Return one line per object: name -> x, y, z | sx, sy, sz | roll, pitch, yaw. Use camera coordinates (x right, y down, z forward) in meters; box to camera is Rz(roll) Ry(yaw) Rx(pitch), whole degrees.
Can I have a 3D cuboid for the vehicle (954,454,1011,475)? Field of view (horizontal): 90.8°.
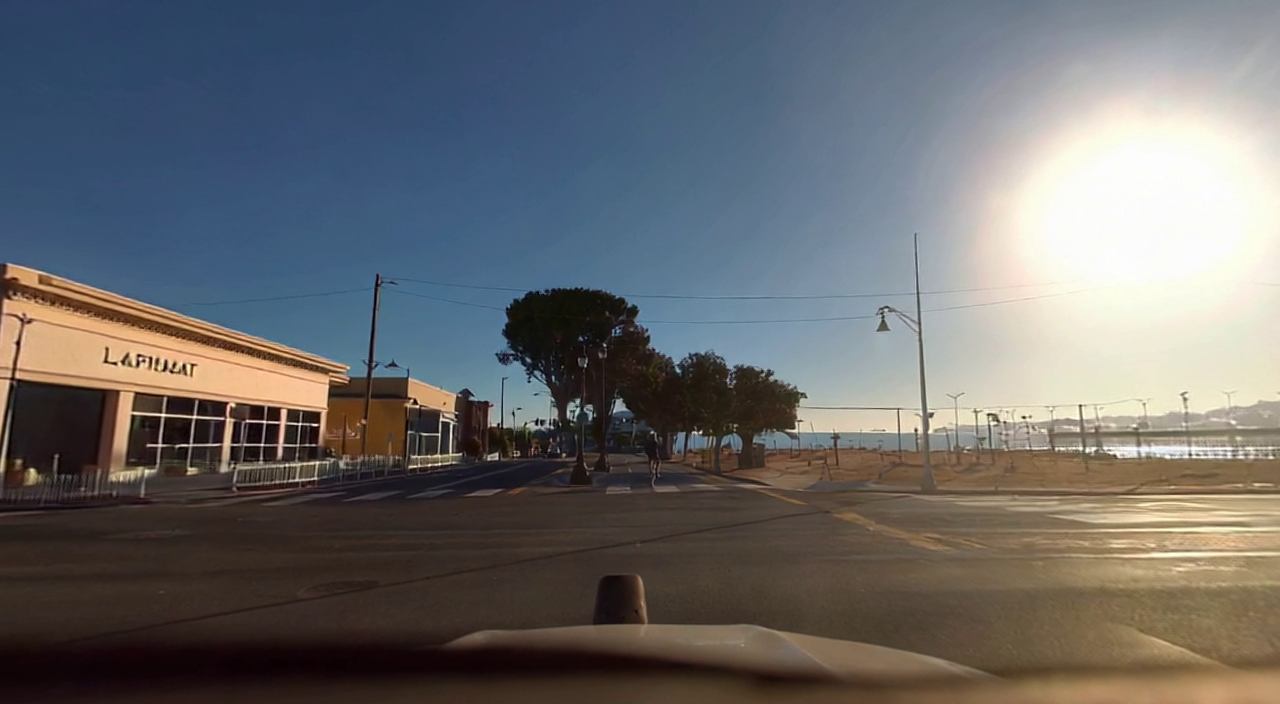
vehicle -> 26.316, 8.626, 48.505 | 3.794, 1.403, 1.636 | 2, -8, -19
